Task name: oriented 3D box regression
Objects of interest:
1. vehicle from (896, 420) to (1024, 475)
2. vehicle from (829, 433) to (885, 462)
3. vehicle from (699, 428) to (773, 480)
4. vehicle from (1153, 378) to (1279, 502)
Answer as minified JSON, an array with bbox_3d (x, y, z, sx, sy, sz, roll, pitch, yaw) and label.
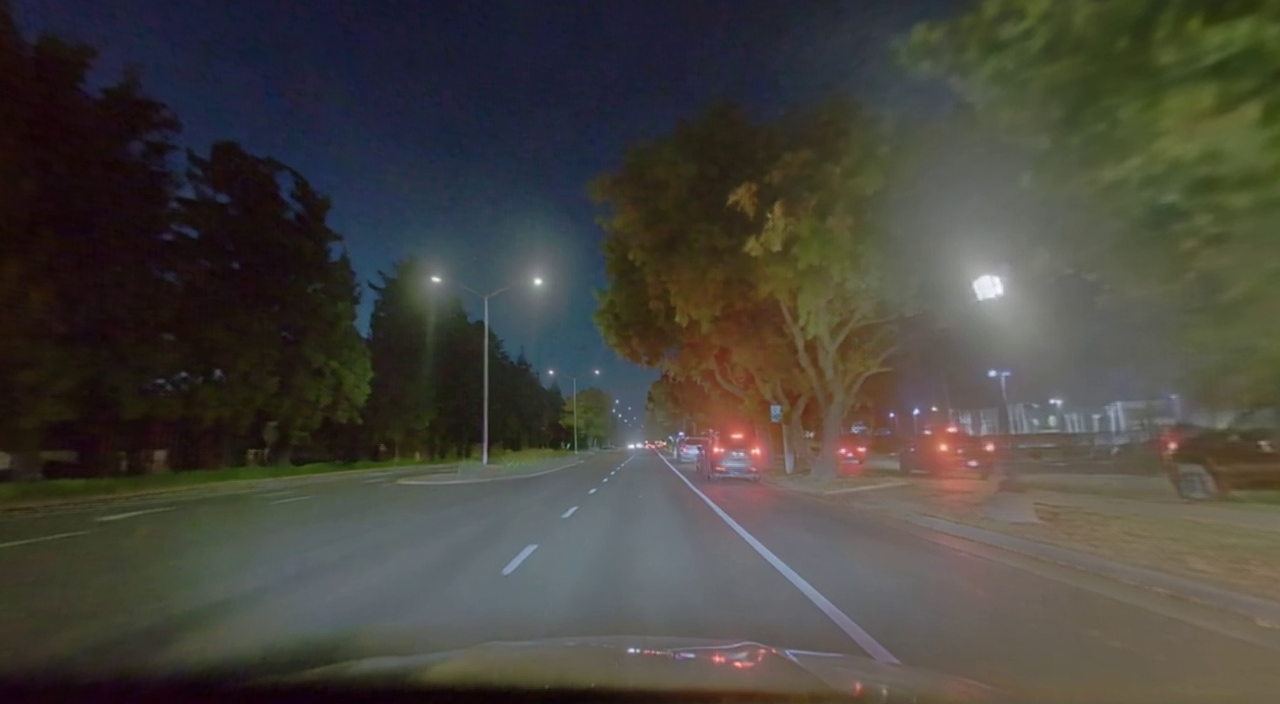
[{"bbox_3d":[11.434,3.467,22.967,2.220,1.798,4.427,0,-8,-1],"label":"vehicle"},{"bbox_3d":[14.439,6.368,42.271,2.227,1.720,4.959,1,-8,3],"label":"vehicle"},{"bbox_3d":[3.668,3.965,24.851,2.144,1.848,4.159,0,-8,-1],"label":"vehicle"},{"bbox_3d":[11.180,1.298,9.340,2.197,1.923,5.799,0,-8,-1],"label":"vehicle"}]
